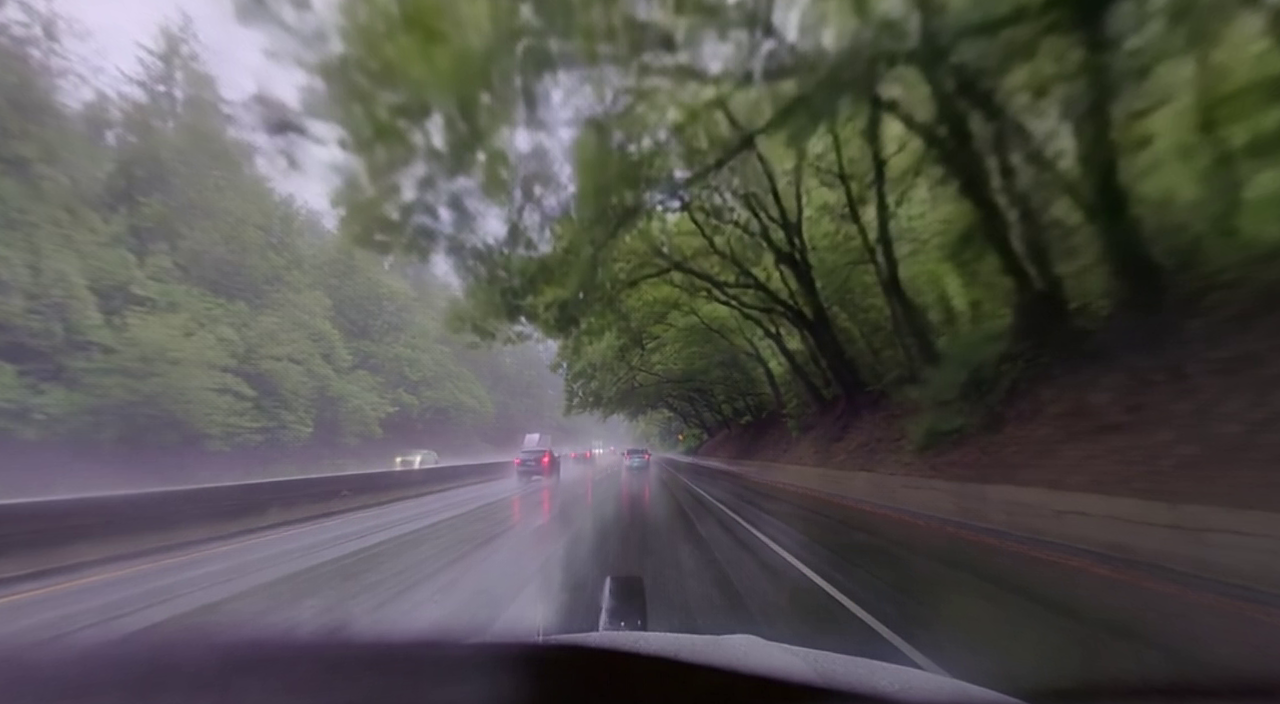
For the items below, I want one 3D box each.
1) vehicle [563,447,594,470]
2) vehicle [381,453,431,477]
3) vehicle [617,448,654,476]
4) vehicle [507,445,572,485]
[{"bbox_3d":[-4.493,7.846,46.467,1.834,1.615,3.624,0,-9,1],"label":"vehicle"},{"bbox_3d":[-16.065,7.742,43.522,1.705,1.552,4.338,0,-9,1],"label":"vehicle"},{"bbox_3d":[-0.241,6.163,35.474,2.001,1.490,3.914,0,-9,0],"label":"vehicle"},{"bbox_3d":[-4.099,4.688,26.323,1.978,1.538,3.755,0,-9,1],"label":"vehicle"}]
